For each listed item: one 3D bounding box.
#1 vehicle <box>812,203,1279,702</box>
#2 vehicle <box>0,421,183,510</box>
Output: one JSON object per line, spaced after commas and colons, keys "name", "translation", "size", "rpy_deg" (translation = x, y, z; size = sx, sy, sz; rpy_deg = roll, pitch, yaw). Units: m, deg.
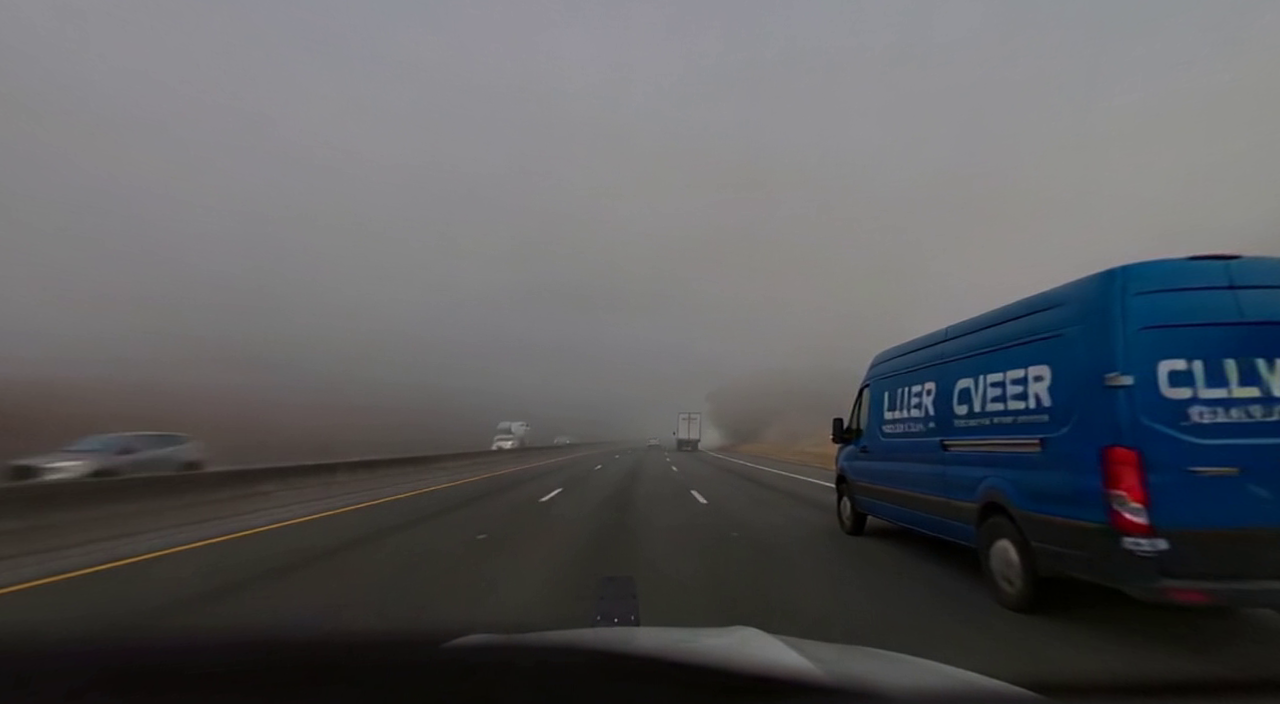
{"name": "vehicle", "translation": [3.770, 0.838, 6.040], "size": [2.485, 2.562, 5.535], "rpy_deg": [0, -8, -2]}
{"name": "vehicle", "translation": [-14.367, 2.705, 15.462], "size": [2.095, 1.827, 5.586], "rpy_deg": [-1, -8, 0]}
